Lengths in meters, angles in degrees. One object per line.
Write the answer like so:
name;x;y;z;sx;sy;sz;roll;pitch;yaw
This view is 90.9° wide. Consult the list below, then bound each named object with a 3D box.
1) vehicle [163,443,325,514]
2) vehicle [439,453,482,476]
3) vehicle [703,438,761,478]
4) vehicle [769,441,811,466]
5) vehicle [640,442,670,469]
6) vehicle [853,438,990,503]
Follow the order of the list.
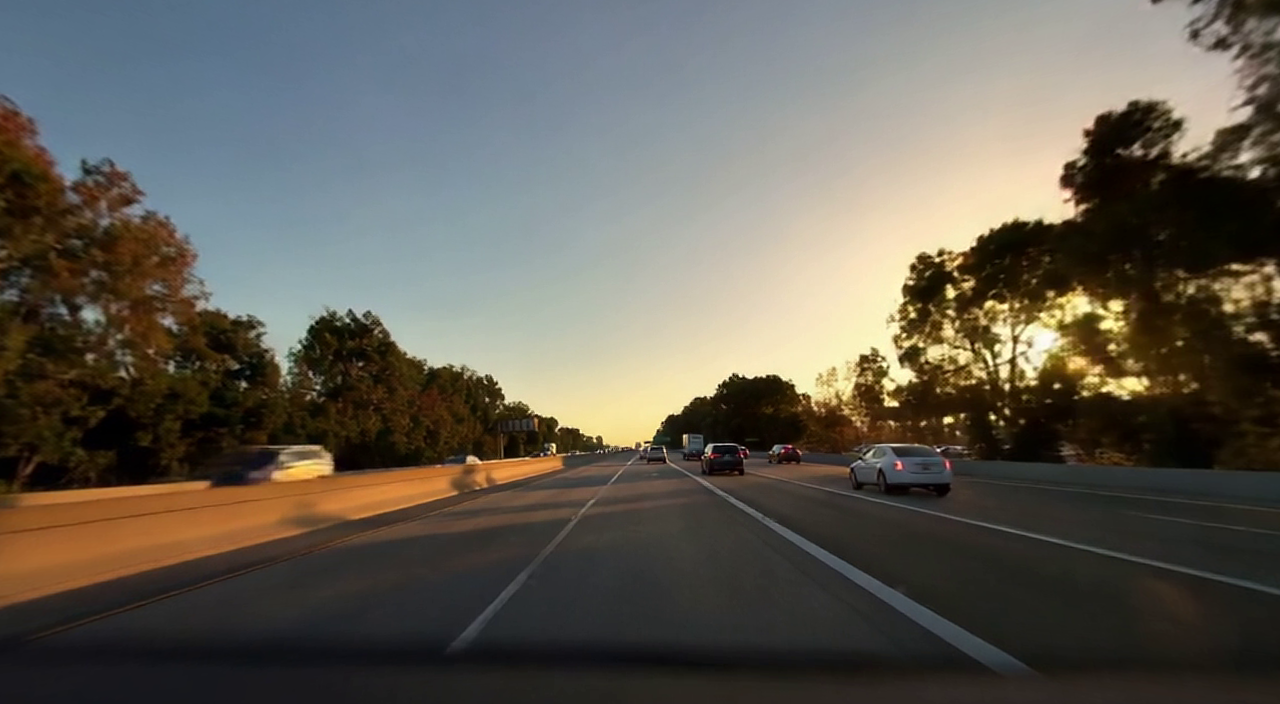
vehicle;-13.196;4.180;21.577;2.014;2.072;5.382;0;-8;0
vehicle;-13.653;8.558;48.205;1.890;1.559;4.509;-1;-8;2
vehicle;4.469;5.232;31.448;2.075;1.845;4.667;0;-8;-1
vehicle;11.564;7.873;49.006;2.028;1.801;4.503;0;-8;-1
vehicle;1.059;7.566;46.263;2.145;1.832;4.004;0;-8;0
vehicle;7.626;3.212;17.604;1.807;1.558;4.352;0;-8;0
